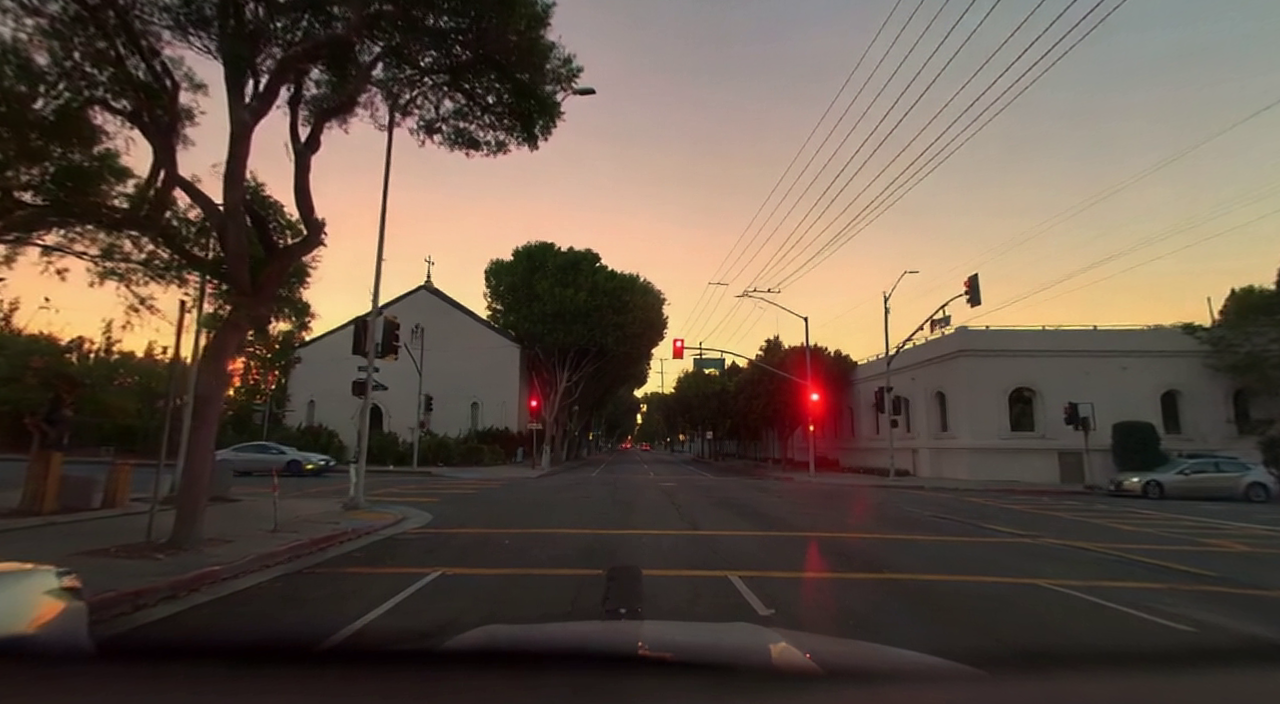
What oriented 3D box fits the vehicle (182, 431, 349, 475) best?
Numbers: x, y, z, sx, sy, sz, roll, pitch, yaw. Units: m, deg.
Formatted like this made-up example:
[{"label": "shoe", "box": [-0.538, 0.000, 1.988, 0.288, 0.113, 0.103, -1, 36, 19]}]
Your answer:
[{"label": "vehicle", "box": [-13.274, 3.605, 22.597, 4.718, 1.497, 2.032, 0, -9, 3]}]
